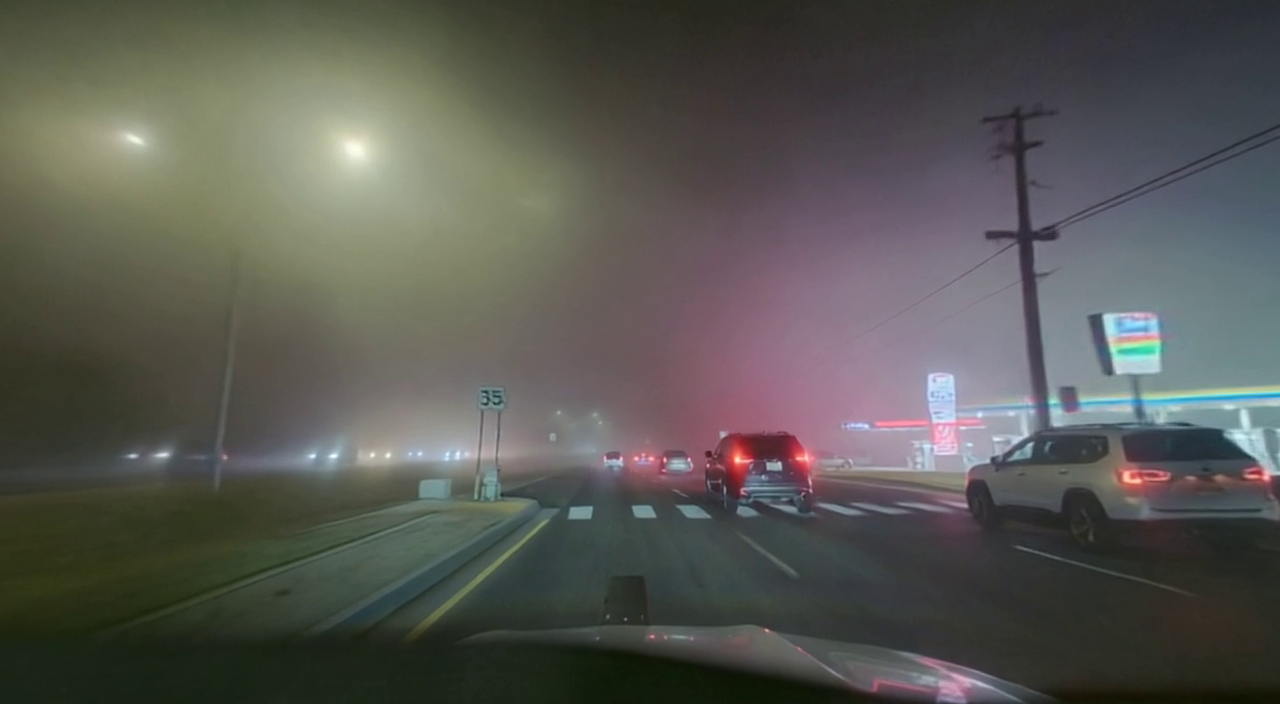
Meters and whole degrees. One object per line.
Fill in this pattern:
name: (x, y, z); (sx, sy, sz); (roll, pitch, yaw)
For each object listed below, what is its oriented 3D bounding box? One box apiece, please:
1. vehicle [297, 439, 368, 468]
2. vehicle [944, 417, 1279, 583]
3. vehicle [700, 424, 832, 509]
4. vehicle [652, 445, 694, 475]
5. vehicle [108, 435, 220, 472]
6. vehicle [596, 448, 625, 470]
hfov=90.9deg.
vehicle: (-19.020, 6.297, 39.234); (2.081, 1.654, 4.576); (0, -8, 0)
vehicle: (6.103, 1.760, 8.365); (1.881, 1.604, 4.289); (0, -8, -1)
vehicle: (2.928, 2.792, 15.864); (2.184, 1.777, 4.712); (0, -8, -2)
vehicle: (1.862, 6.201, 36.598); (2.012, 1.612, 4.114); (0, -8, -3)
vehicle: (-22.504, 4.806, 30.049); (1.872, 1.620, 4.343); (0, -8, 1)
vehicle: (-2.184, 8.037, 47.623); (2.107, 1.527, 4.174); (0, -8, -2)
